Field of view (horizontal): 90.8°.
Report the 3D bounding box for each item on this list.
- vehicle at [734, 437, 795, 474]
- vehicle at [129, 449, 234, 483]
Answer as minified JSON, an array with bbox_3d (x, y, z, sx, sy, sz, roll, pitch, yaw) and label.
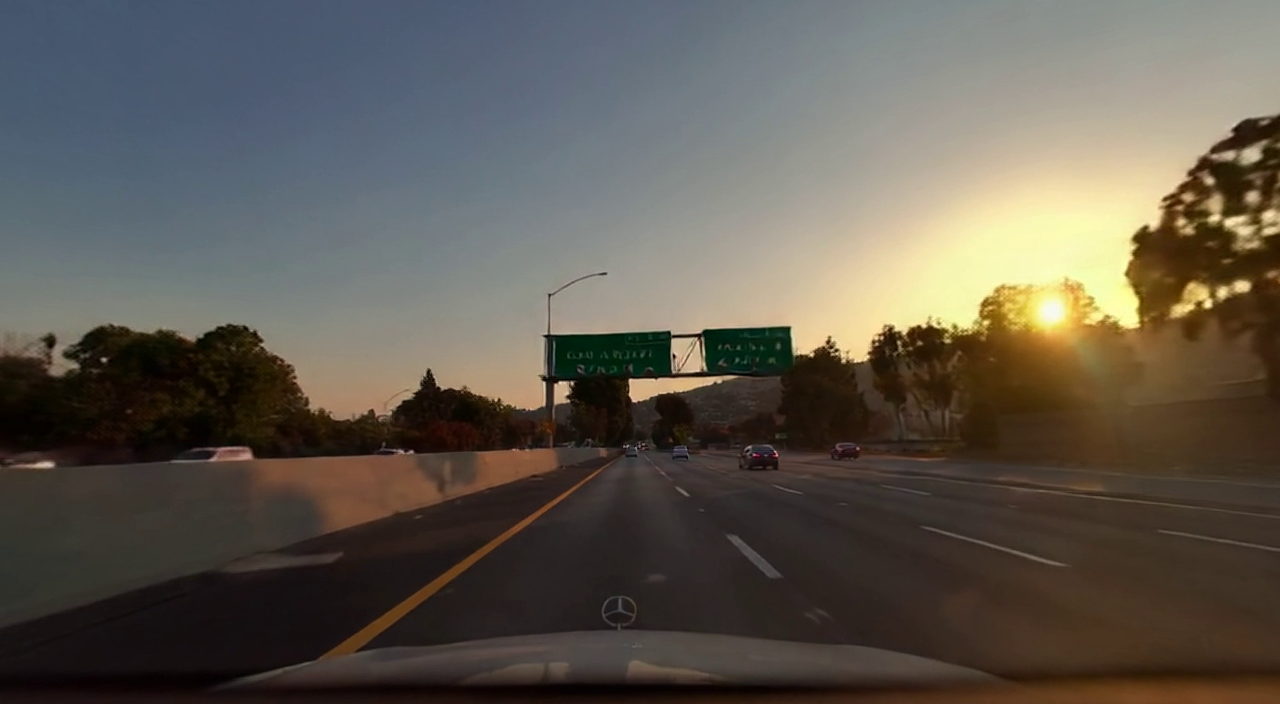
[{"bbox_3d":[6.115,5.139,31.505,2.030,1.706,4.279,0,-9,-1],"label":"vehicle"},{"bbox_3d":[-22.580,5.608,31.363,1.855,1.501,4.438,0,-9,0],"label":"vehicle"}]
